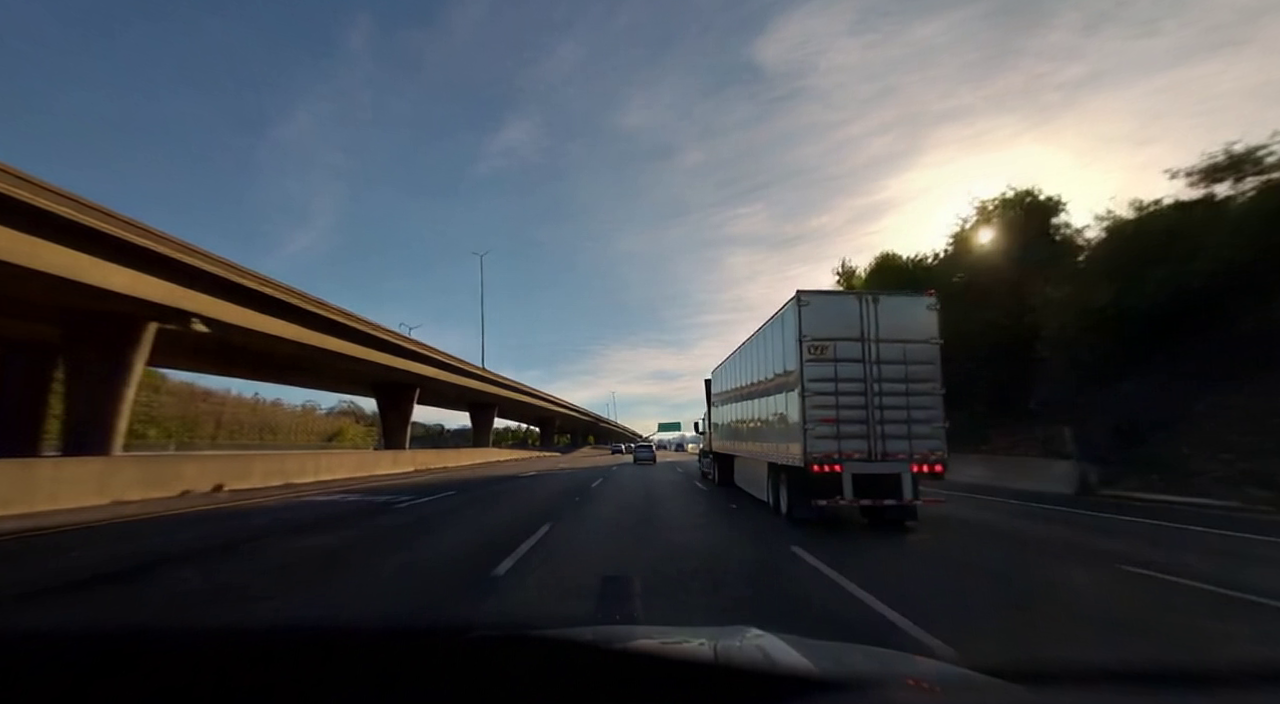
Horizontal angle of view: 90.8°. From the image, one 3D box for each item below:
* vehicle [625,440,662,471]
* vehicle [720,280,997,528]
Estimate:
[{"bbox_3d":[0.227,6.075,37.348,2.077,1.716,4.514,0,-9,1],"label":"vehicle"},{"bbox_3d":[4.168,1.552,15.363,2.964,4.063,10.072,0,-9,-1],"label":"vehicle"}]
